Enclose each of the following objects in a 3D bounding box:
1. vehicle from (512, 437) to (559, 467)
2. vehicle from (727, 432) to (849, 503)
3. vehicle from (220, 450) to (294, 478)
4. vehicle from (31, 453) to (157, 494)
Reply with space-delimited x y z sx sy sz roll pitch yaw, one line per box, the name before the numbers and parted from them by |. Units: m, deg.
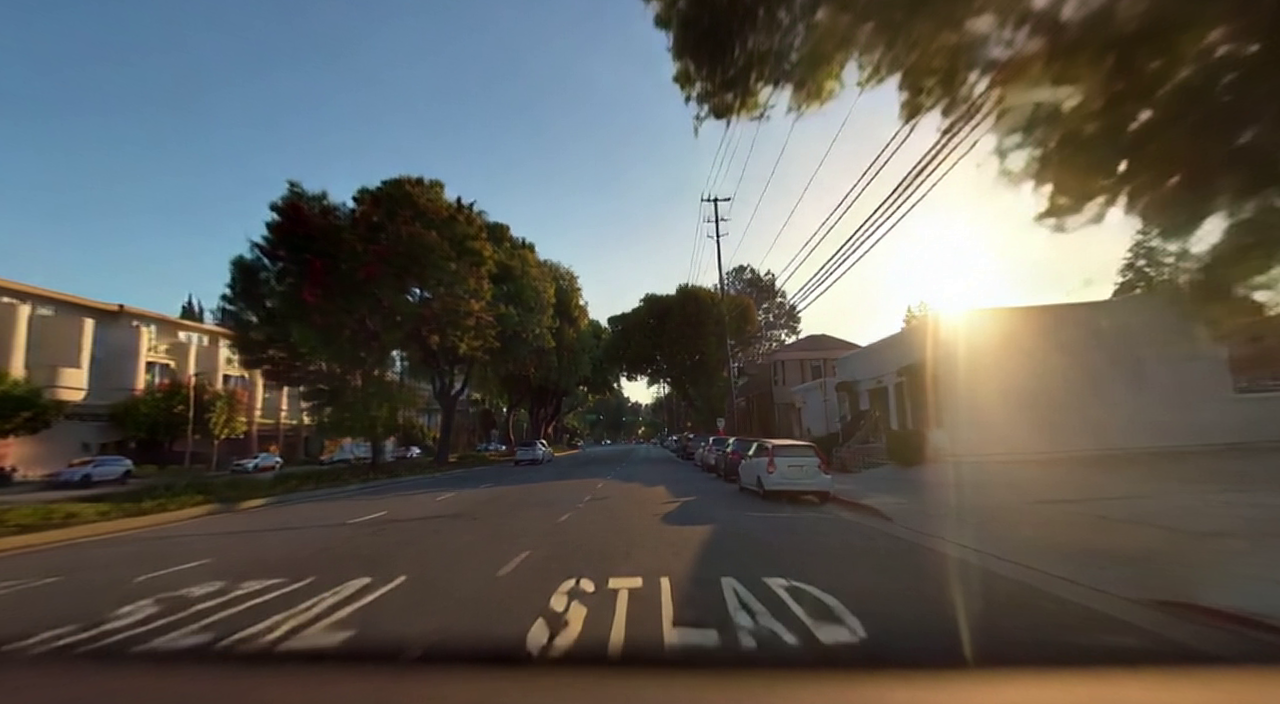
vehicle | -6.274 6.040 38.259 2.000 1.671 4.497 0 -8 1
vehicle | 3.602 2.901 16.363 2.048 1.556 4.753 0 -8 1
vehicle | -25.707 7.518 42.534 2.121 1.699 4.506 0 -8 1
vehicle | -25.743 5.722 29.993 1.959 1.707 4.481 0 -8 0
